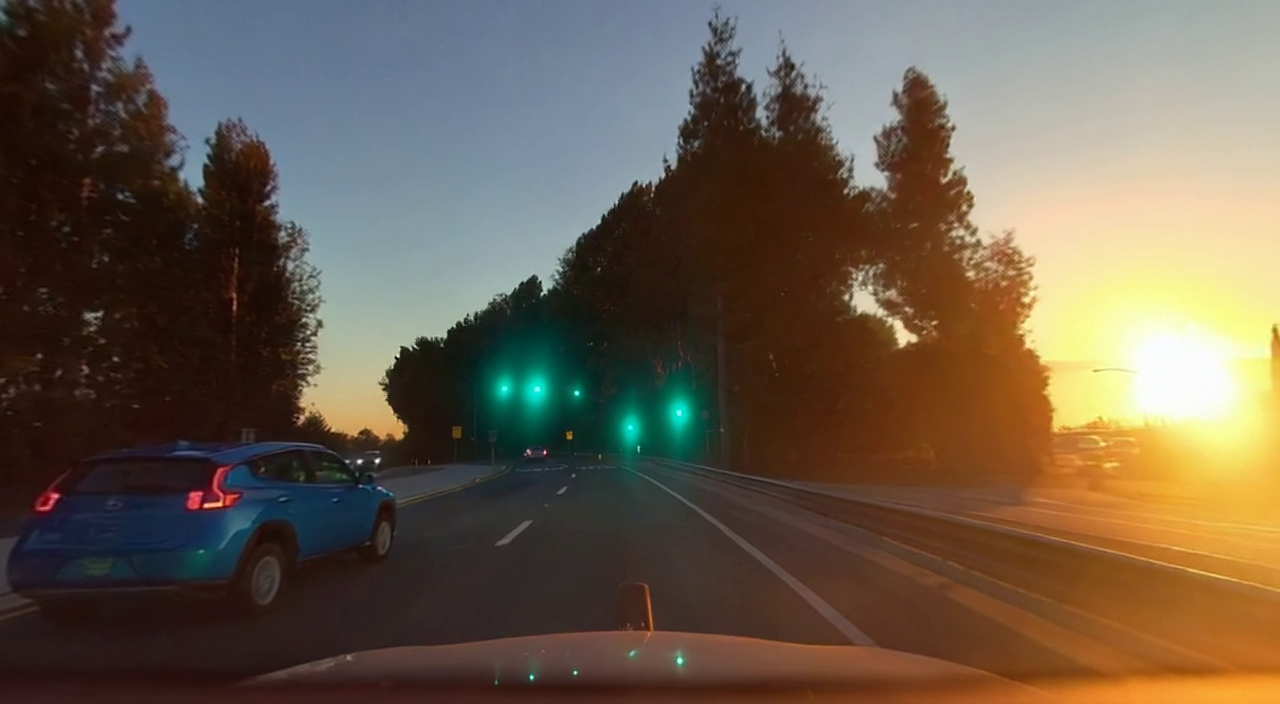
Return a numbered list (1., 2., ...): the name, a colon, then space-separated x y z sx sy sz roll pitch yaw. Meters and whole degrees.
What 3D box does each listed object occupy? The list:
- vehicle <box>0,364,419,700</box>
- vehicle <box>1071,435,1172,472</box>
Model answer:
1. vehicle: -4.151 1.351 6.044 2.336 1.857 4.986 0 -8 -1
2. vehicle: 21.539 4.515 28.177 4.141 1.451 1.720 2 -10 -25
